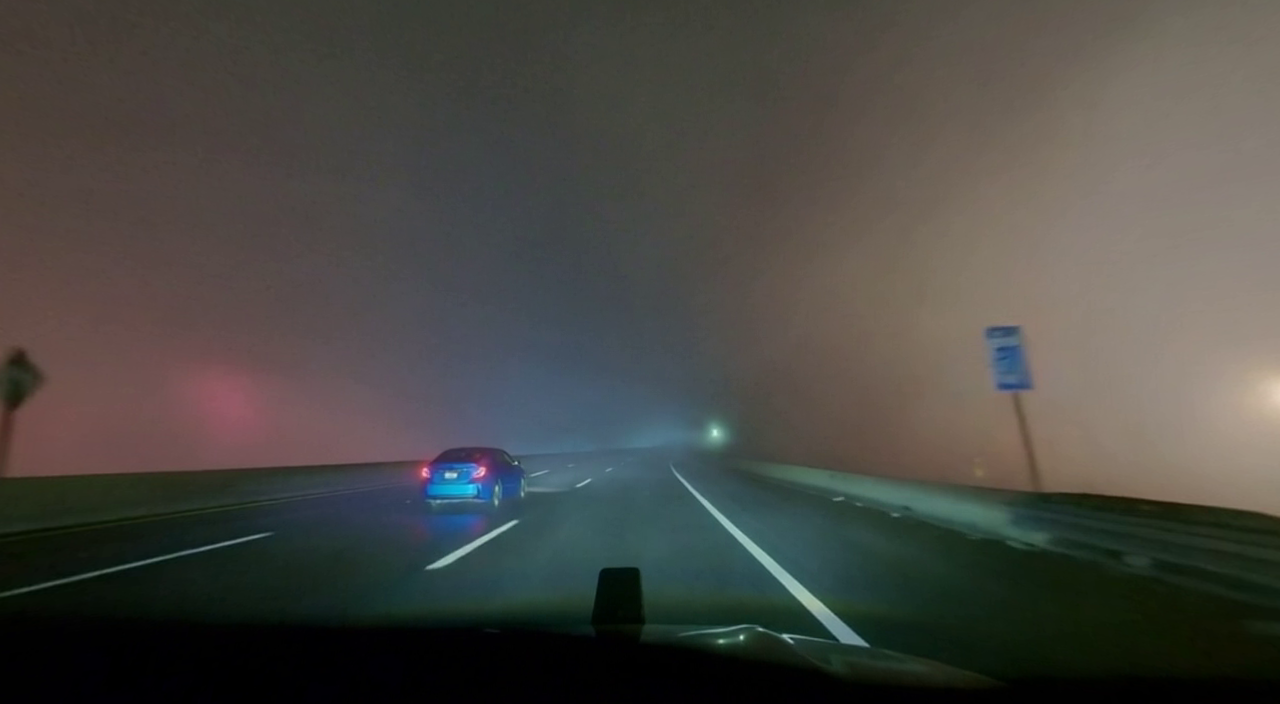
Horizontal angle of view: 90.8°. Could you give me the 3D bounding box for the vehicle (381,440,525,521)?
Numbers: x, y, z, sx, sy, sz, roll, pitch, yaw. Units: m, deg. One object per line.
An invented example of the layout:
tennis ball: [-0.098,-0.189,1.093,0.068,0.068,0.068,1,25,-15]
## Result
vehicle: [-3.882,2.719,13.850,1.928,1.504,3.745,0,-9,1]
